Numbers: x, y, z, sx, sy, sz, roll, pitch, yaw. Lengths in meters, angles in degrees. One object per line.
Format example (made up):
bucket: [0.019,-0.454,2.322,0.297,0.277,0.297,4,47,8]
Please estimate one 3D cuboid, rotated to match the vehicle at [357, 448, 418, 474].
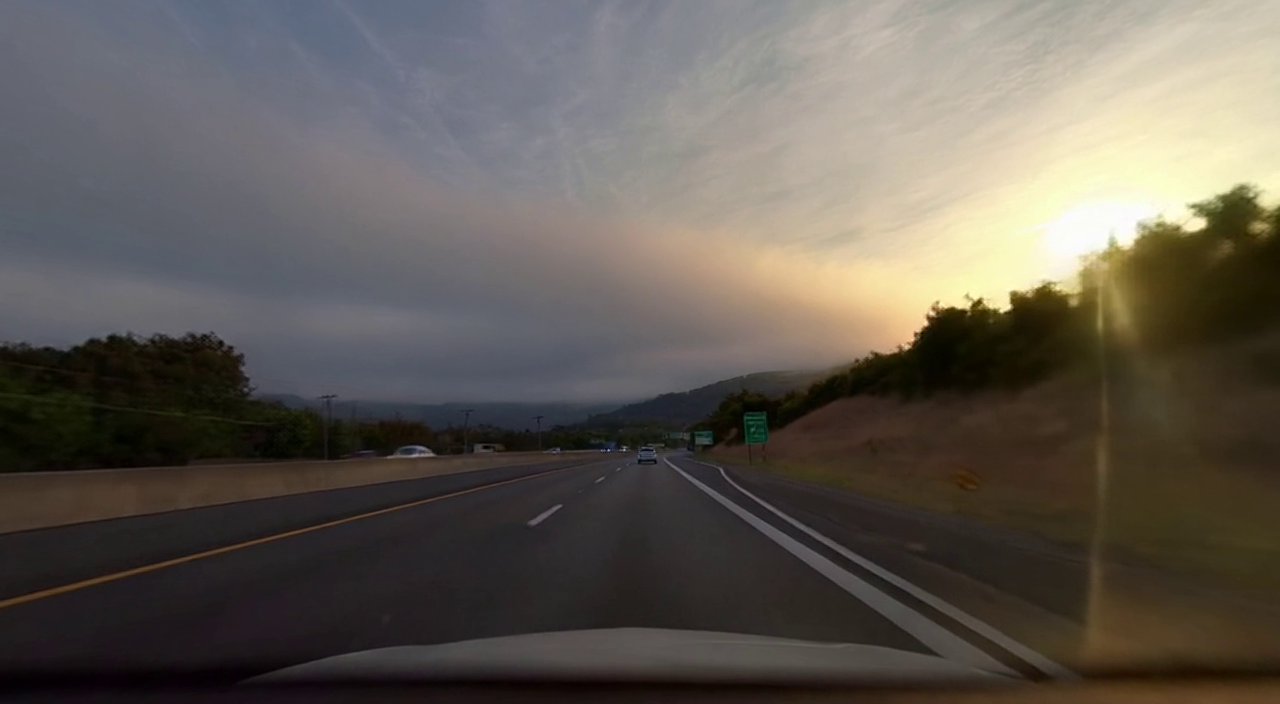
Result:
vehicle: [-16.207,6.991,40.678,1.966,1.592,4.513,-1,-9,2]
